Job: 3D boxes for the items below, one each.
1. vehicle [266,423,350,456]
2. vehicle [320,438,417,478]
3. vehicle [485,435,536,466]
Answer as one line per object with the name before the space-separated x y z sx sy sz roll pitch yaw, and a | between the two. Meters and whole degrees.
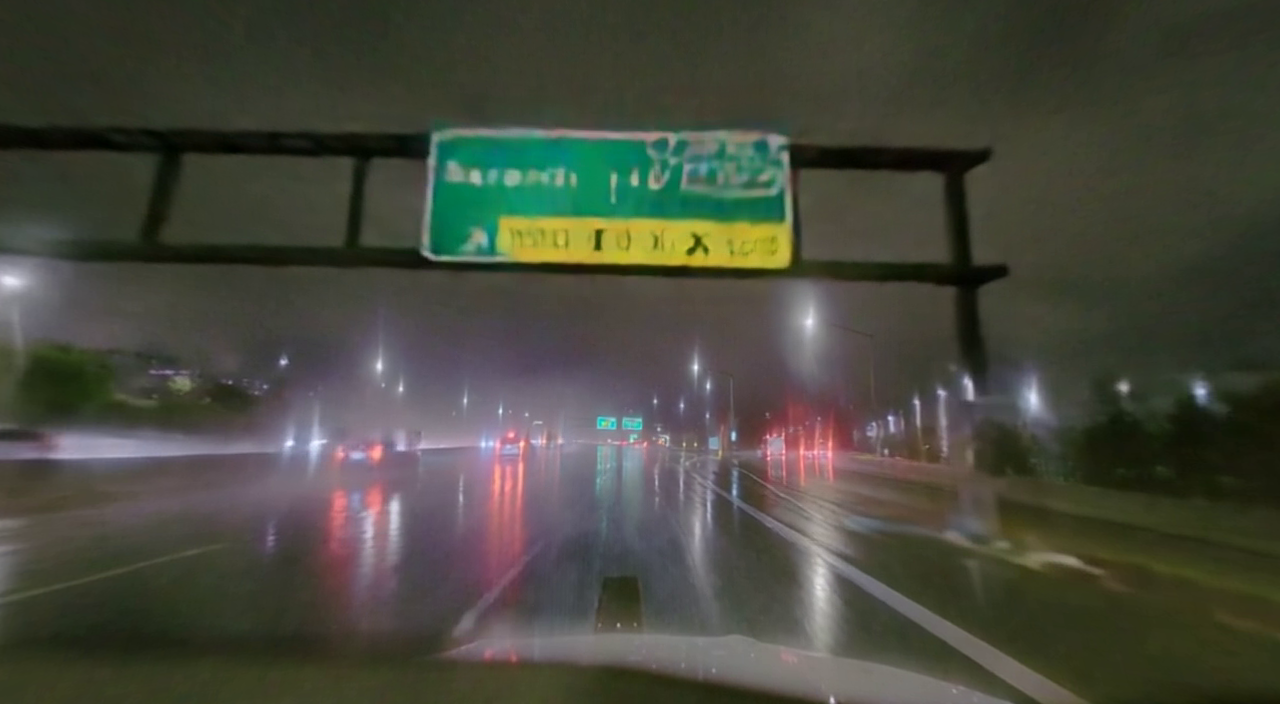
vehicle | -19.456 5.170 37.198 2.112 1.834 5.120 0 -8 1
vehicle | -10.627 4.152 24.958 1.976 1.413 4.088 0 -8 0
vehicle | -7.156 5.458 35.174 1.979 1.646 4.096 0 -8 0
